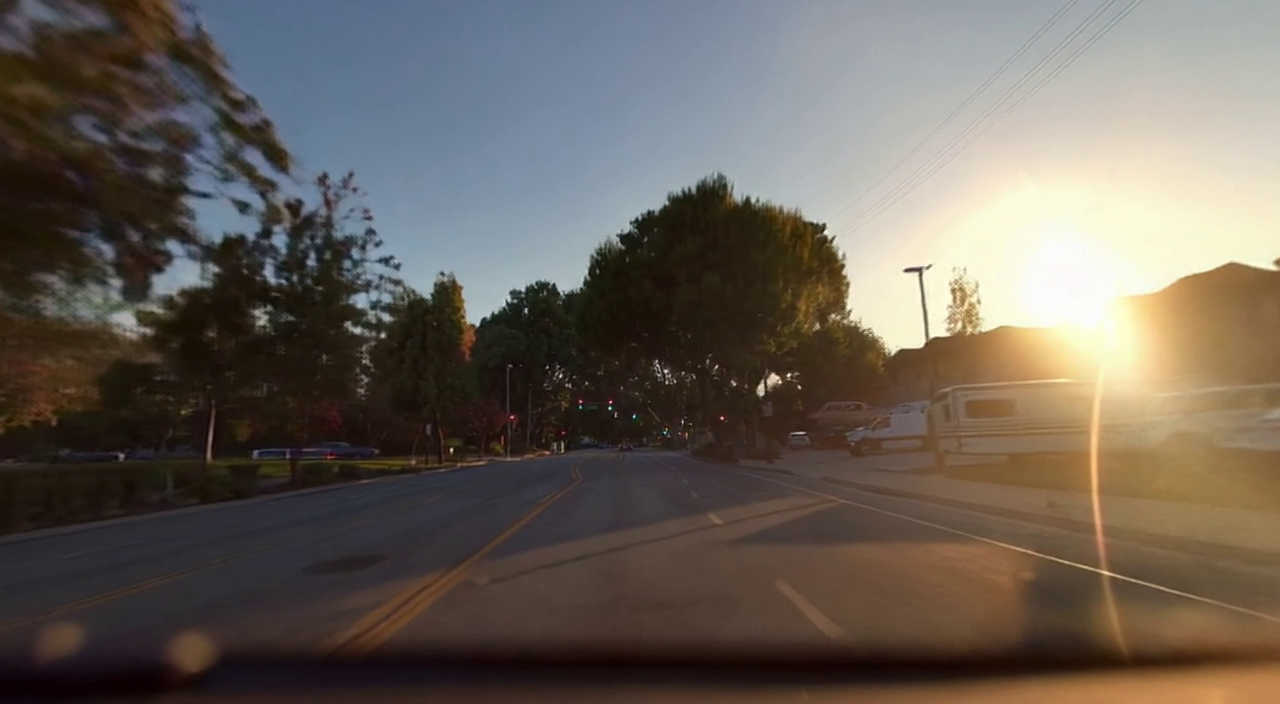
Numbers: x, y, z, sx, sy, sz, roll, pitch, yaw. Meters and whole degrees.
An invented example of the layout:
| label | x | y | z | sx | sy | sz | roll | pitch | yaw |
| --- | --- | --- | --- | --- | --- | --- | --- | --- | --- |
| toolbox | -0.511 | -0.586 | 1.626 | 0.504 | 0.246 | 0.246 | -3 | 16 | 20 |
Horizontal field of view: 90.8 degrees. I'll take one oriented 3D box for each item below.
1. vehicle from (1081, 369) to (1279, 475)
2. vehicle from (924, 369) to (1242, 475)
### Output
| label | x | y | z | sx | sy | sz | roll | pitch | yaw |
| --- | --- | --- | --- | --- | --- | --- | --- | --- | --- |
| vehicle | 16.104 | 1.892 | 16.698 | 6.894 | 2.500 | 2.853 | 1 | -8 | -5 |
| vehicle | 15.671 | 2.533 | 22.837 | 9.450 | 3.499 | 2.789 | 0 | -8 | -3 |
